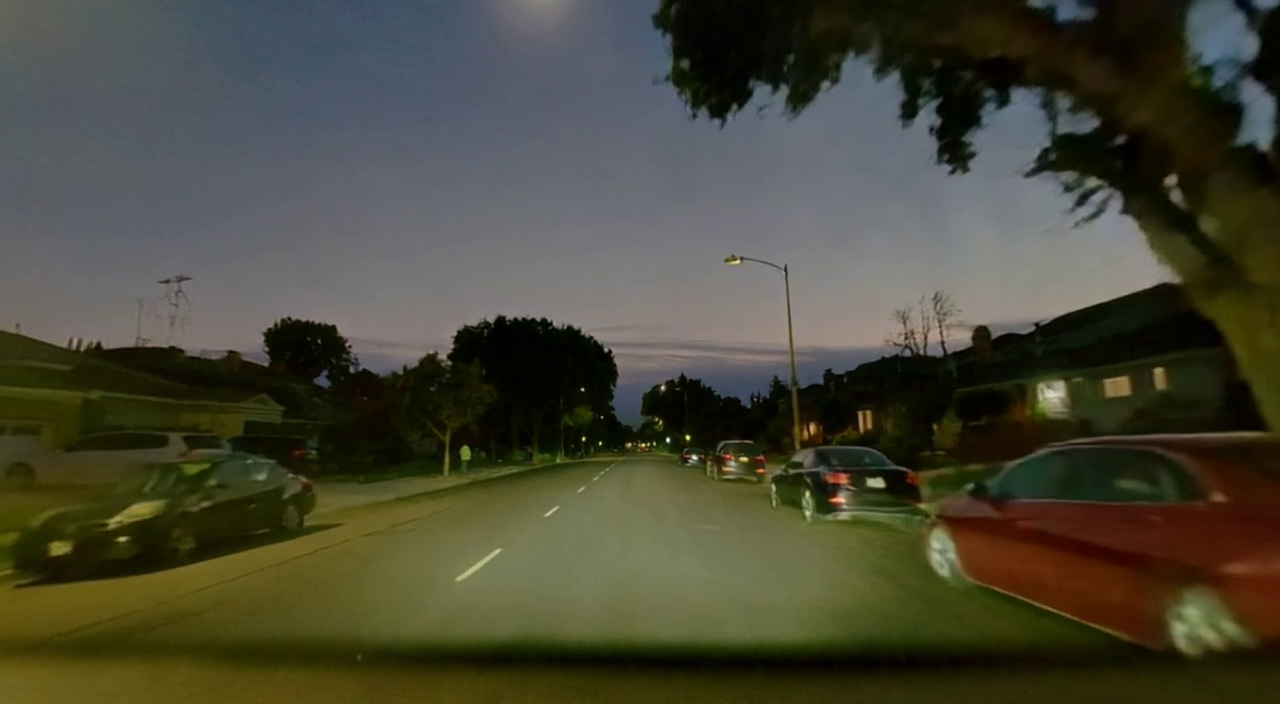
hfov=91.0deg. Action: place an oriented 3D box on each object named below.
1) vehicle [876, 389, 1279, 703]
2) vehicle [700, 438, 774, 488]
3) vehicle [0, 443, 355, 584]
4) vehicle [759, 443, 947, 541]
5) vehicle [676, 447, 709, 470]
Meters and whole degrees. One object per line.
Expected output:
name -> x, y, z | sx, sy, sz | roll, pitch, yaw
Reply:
vehicle -> 3.755, 1.245, 4.366 | 2.157, 1.639, 5.297 | 0, -9, 0
vehicle -> 3.724, 4.365, 25.158 | 2.039, 1.780, 4.884 | 0, -9, -2
vehicle -> -6.322, 2.154, 9.440 | 1.985, 1.497, 4.655 | -2, -8, -1
vehicle -> 3.761, 2.537, 12.110 | 1.949, 1.505, 4.483 | 0, -9, -1
vehicle -> 3.676, 7.493, 44.651 | 1.897, 1.521, 4.835 | 0, -9, -1
